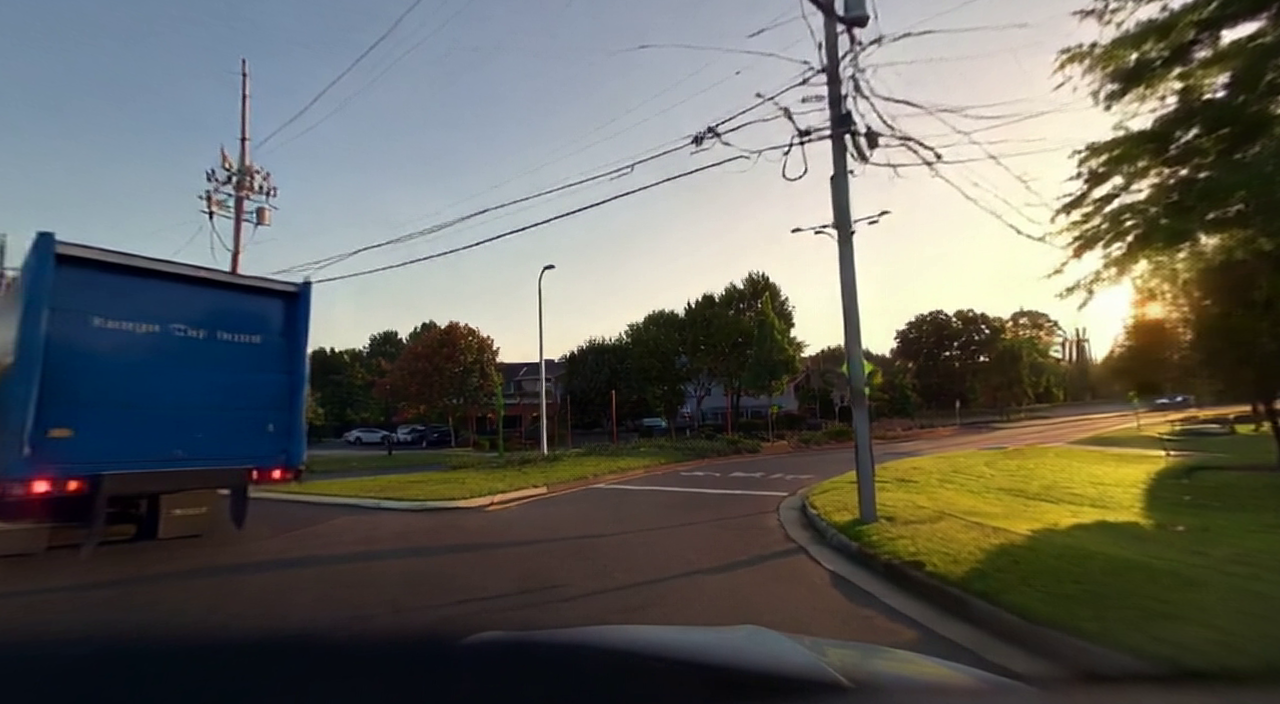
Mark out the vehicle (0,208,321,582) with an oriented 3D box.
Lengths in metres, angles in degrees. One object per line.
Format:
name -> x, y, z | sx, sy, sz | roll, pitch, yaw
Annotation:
vehicle -> -8.787, 0.920, 9.481 | 9.680, 3.326, 2.838 | -6, -10, 36
